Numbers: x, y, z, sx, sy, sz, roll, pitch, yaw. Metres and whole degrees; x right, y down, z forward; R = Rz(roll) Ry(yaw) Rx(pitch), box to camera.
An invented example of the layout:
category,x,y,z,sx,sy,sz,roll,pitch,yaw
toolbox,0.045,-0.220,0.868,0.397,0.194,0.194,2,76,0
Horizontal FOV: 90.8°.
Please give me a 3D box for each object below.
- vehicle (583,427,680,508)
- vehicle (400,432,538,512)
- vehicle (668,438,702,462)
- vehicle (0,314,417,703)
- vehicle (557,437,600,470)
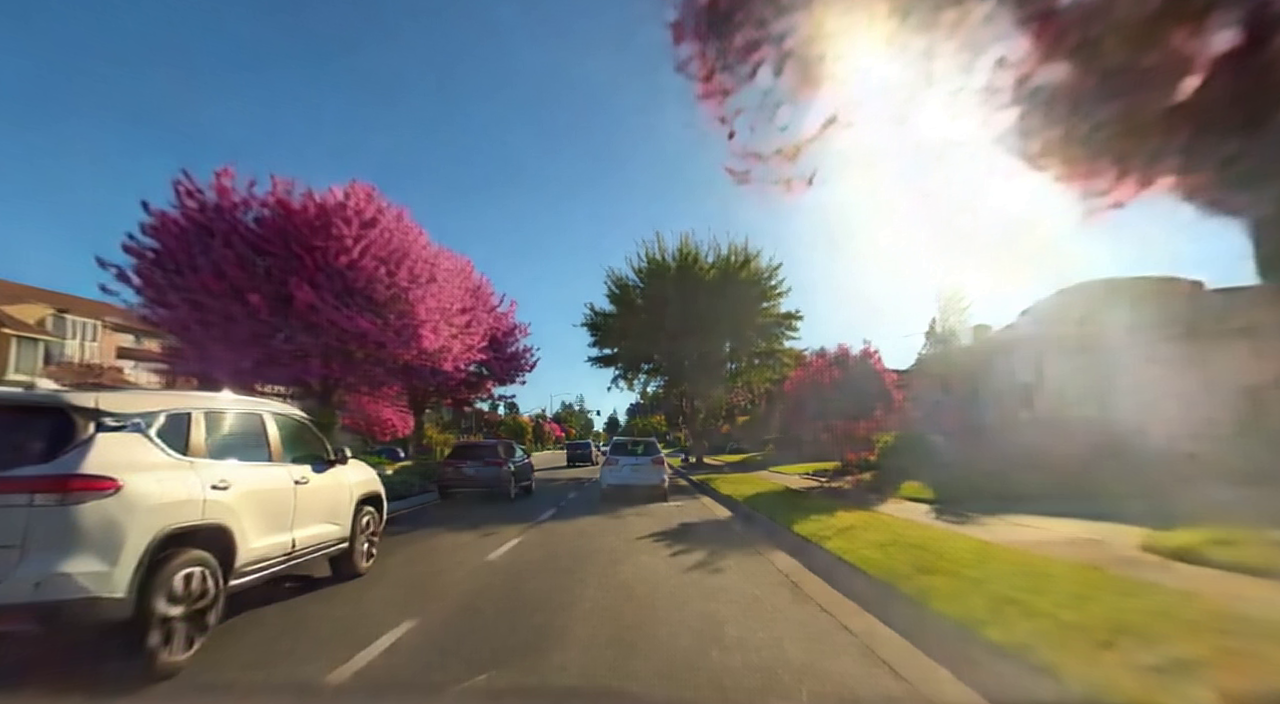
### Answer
category,x,y,z,sx,sy,sz,roll,pitch,yaw
vehicle,-0.191,2.660,14.914,1.997,1.636,3.760,0,-8,0
vehicle,-3.715,2.681,14.540,2.066,1.565,3.905,0,-8,0
vehicle,3.352,7.447,47.993,2.161,1.686,4.196,0,-8,-1
vehicle,-3.663,1.131,4.978,2.161,1.919,4.798,0,-8,-2
vehicle,-3.535,5.938,37.276,2.080,1.780,4.879,0,-8,-1
